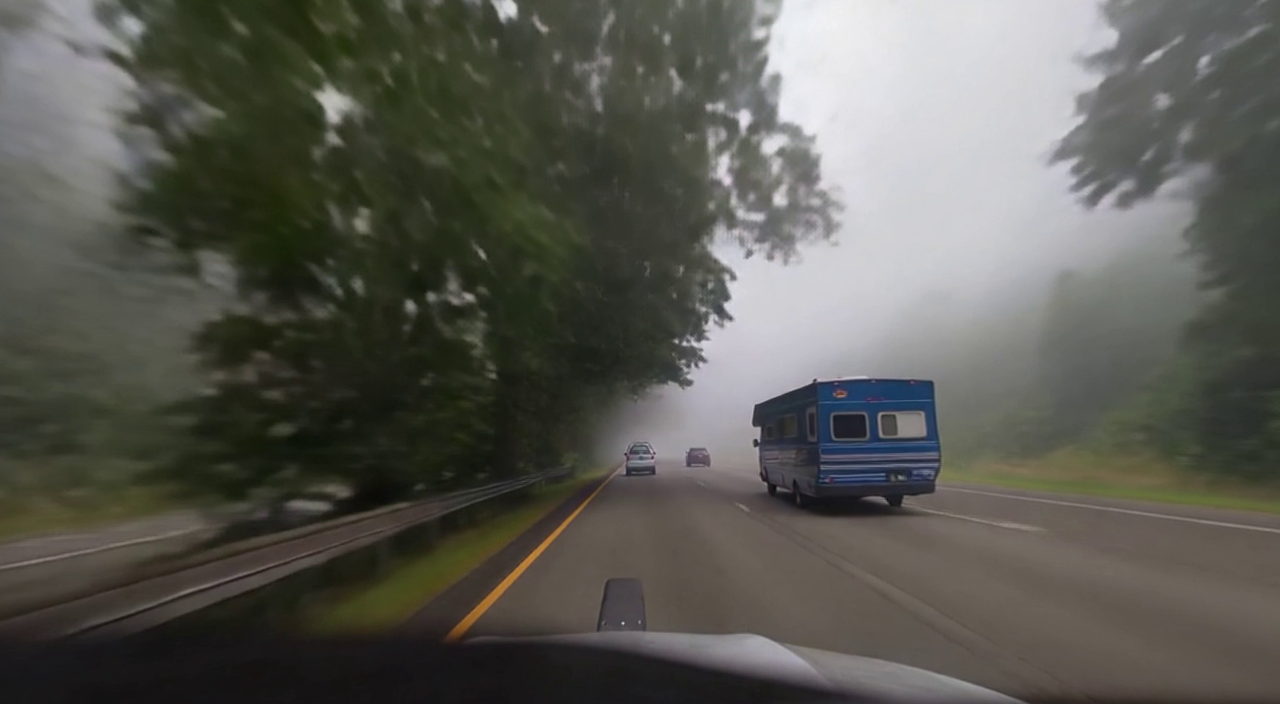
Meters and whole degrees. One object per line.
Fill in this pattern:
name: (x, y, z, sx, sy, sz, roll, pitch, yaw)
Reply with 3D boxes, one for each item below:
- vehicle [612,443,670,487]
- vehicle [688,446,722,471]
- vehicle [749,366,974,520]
vehicle: (0.008, 4.433, 25.053, 2.120, 1.575, 4.018, 0, -9, -1)
vehicle: (4.107, 6.817, 40.420, 1.757, 1.459, 3.398, 0, -9, -1)
vehicle: (4.698, 2.226, 15.218, 2.745, 2.832, 7.035, 0, -9, -1)
